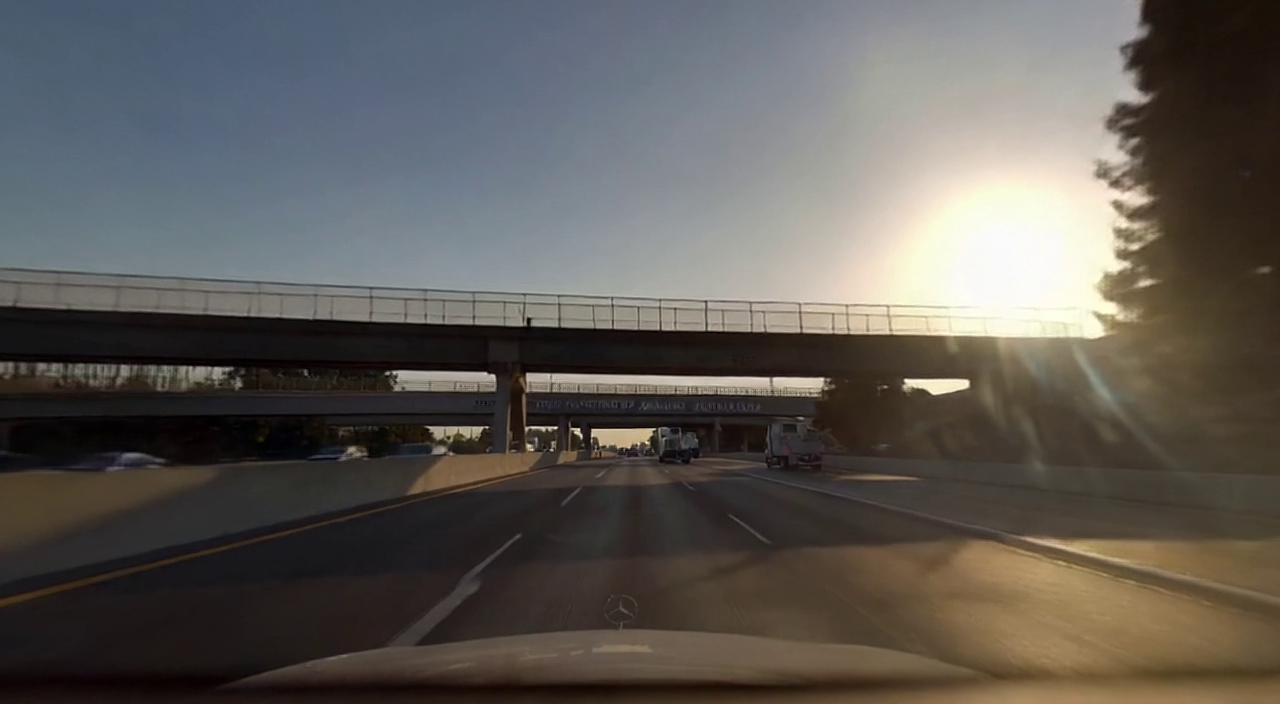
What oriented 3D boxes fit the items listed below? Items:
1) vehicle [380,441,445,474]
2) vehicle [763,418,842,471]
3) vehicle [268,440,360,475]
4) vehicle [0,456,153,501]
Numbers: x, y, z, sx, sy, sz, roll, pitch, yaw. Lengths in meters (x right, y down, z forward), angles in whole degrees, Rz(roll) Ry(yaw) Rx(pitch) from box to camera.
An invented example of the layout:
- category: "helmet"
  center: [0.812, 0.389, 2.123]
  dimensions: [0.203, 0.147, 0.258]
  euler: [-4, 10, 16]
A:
- category: "vehicle"
  center: [-10.489, 4.881, 29.319]
  dimensions: [1.676, 1.424, 3.480]
  euler: [0, -9, 0]
- category: "vehicle"
  center: [11.197, 6.570, 44.696]
  dimensions: [2.912, 3.293, 9.588]
  euler: [0, -9, -1]
- category: "vehicle"
  center: [-16.686, 5.433, 32.663]
  dimensions: [2.138, 1.624, 4.803]
  euler: [1, -9, 0]
- category: "vehicle"
  center: [-20.596, 4.545, 23.149]
  dimensions: [1.836, 1.410, 4.606]
  euler: [0, -9, -1]
